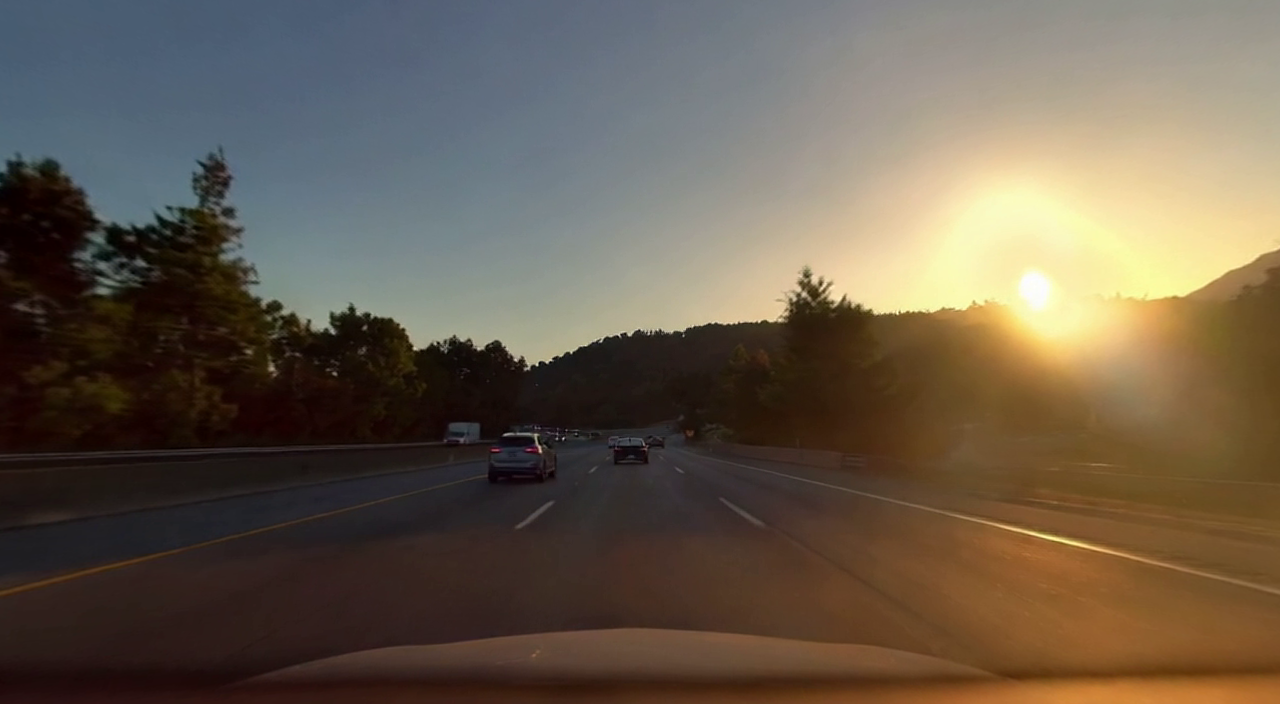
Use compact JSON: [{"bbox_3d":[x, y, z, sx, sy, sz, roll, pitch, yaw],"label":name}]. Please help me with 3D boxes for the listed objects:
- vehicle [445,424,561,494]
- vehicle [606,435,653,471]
[{"bbox_3d":[-3.710,2.988,17.979,2.264,1.699,4.648,0,-8,0],"label":"vehicle"},{"bbox_3d":[-0.480,4.772,29.850,2.048,1.563,4.087,0,-8,-1],"label":"vehicle"}]
